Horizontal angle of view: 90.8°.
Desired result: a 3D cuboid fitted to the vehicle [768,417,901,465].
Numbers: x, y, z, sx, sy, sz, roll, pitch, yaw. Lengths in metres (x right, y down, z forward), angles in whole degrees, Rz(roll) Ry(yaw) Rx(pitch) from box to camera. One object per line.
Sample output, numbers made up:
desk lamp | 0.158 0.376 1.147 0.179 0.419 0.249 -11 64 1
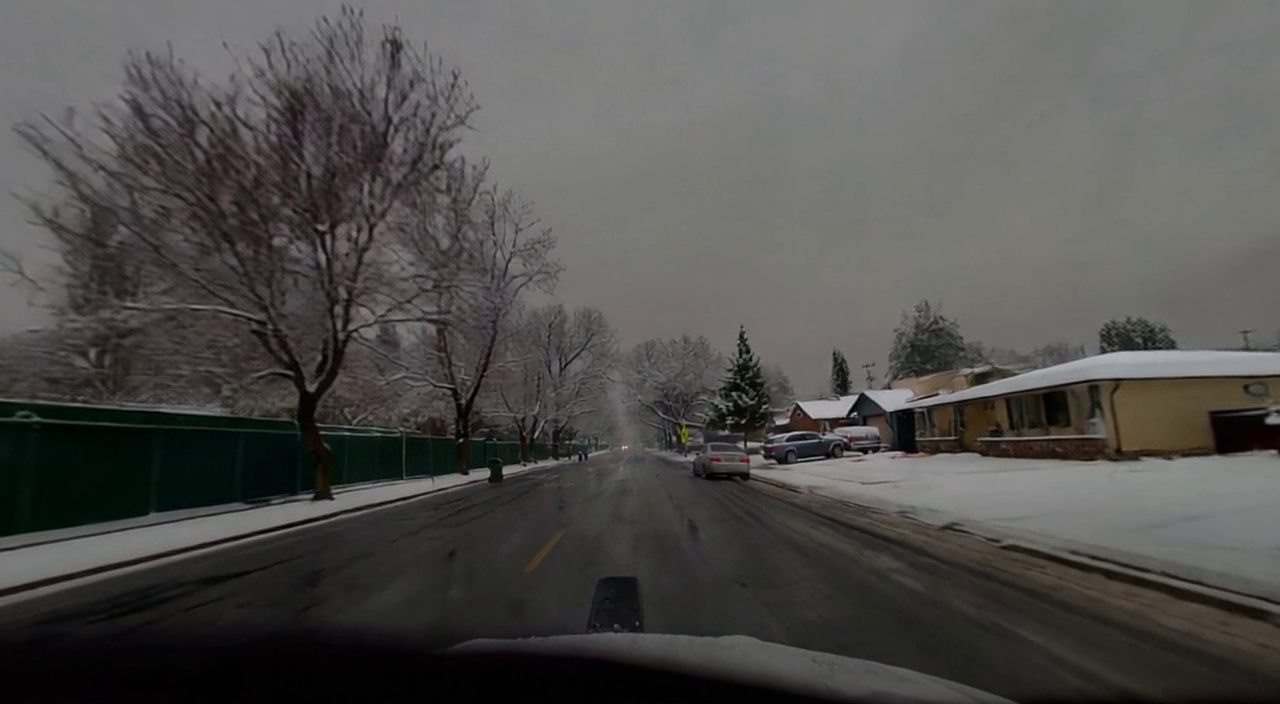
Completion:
vehicle | 9.787 4.572 32.261 5.935 1.911 2.236 -4 -10 0

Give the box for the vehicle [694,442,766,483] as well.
vehicle | 3.601 4.508 26.212 2.051 1.524 5.047 0 -8 -2
